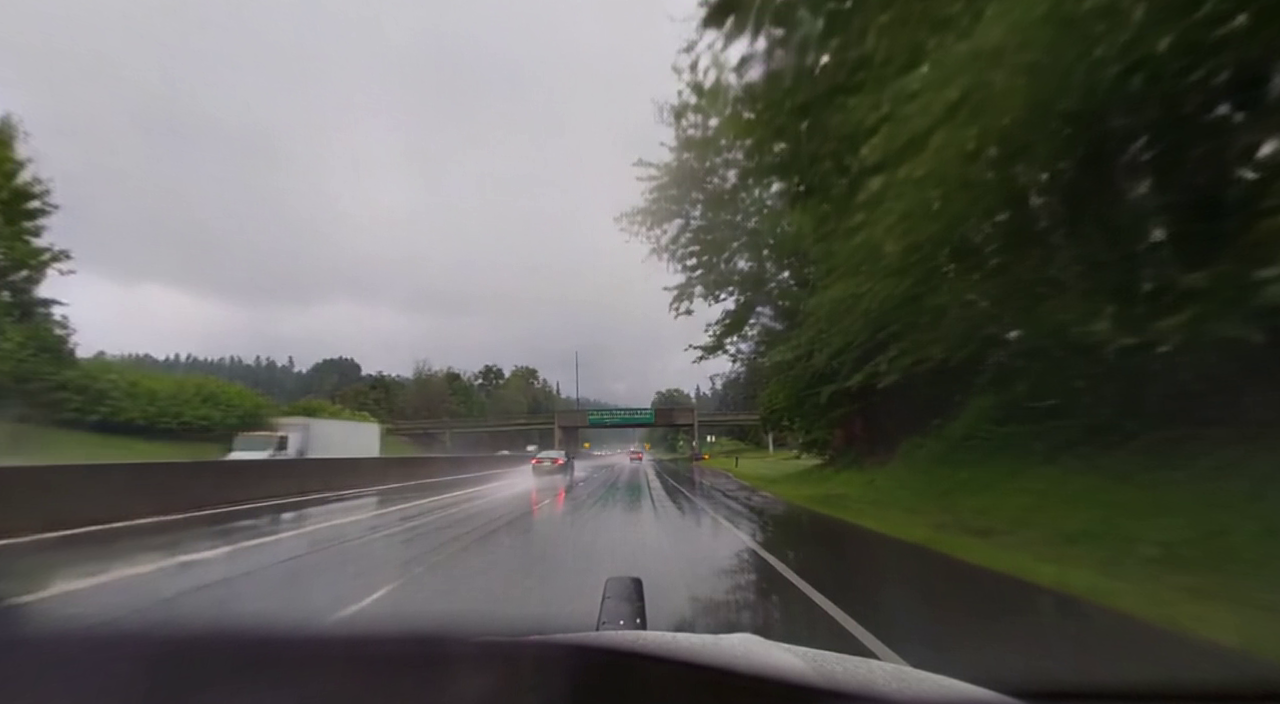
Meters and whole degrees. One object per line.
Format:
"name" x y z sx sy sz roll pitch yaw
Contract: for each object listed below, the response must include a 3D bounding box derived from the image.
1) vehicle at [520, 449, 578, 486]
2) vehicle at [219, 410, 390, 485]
"vehicle" -4.013 5.175 28.551 1.992 1.504 4.117 0 -9 1
"vehicle" -20.300 6.107 40.132 2.907 3.842 14.891 0 -9 -1
